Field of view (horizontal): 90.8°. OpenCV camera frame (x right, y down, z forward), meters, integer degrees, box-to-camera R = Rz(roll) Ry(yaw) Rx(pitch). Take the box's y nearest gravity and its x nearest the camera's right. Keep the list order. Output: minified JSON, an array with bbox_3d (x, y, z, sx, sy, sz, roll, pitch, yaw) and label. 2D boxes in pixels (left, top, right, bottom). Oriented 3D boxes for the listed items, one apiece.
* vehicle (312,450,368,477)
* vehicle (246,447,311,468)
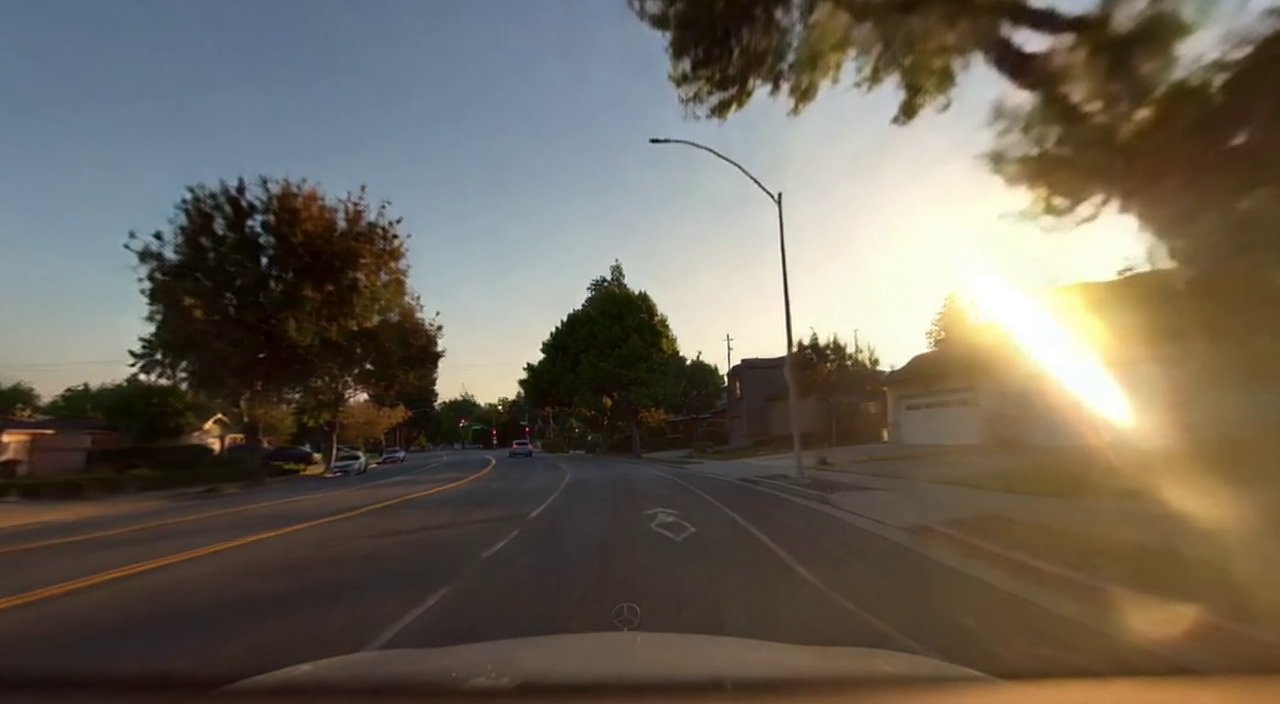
[{"bbox_3d":[-18.062,6.707,38.276,1.911,1.436,4.554,1,-8,-11],"label":"vehicle"},{"bbox_3d":[-28.160,8.235,49.306,4.024,1.515,1.857,2,-8,-16],"label":"vehicle"}]
